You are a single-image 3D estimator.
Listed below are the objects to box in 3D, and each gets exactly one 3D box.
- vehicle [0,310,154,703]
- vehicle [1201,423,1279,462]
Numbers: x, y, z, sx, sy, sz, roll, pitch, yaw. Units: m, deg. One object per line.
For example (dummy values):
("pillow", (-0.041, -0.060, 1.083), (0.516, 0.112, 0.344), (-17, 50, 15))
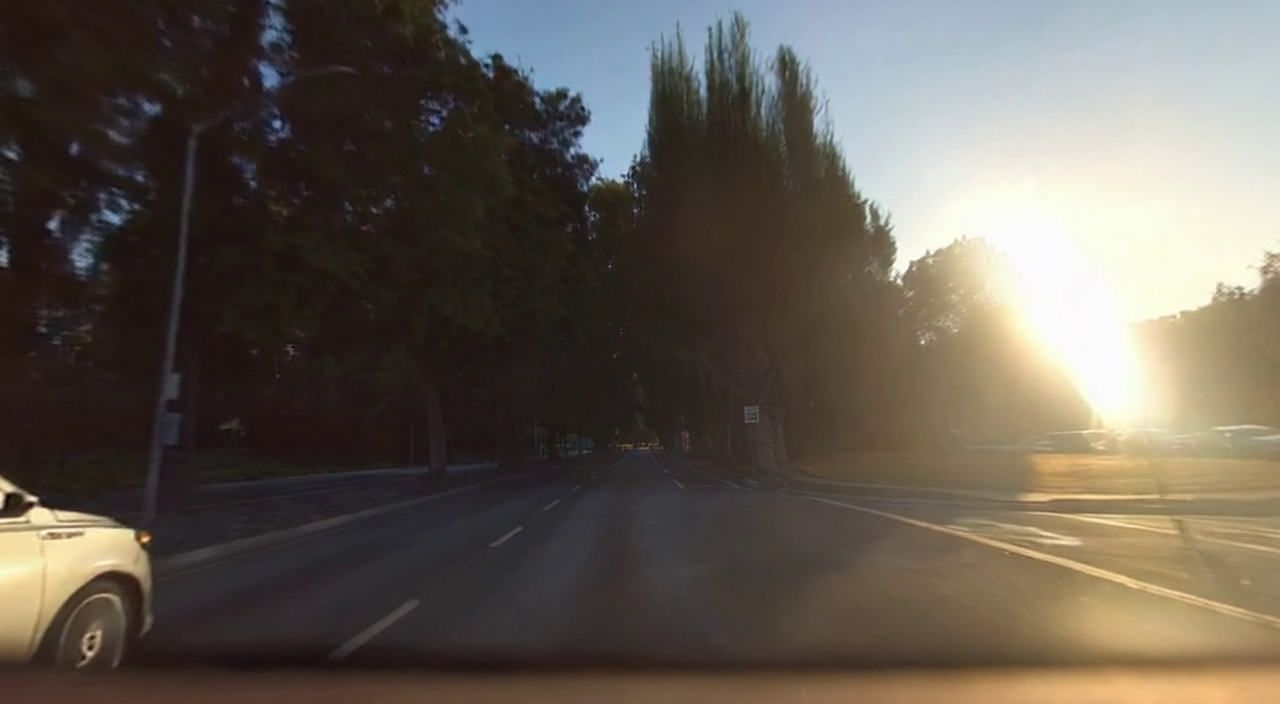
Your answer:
("vehicle", (-3.129, 0.474, 0.209), (2.141, 1.761, 4.742), (0, -9, -1))
("vehicle", (29.883, 4.359, 30.244), (3.879, 1.820, 1.862), (0, -9, 2))
